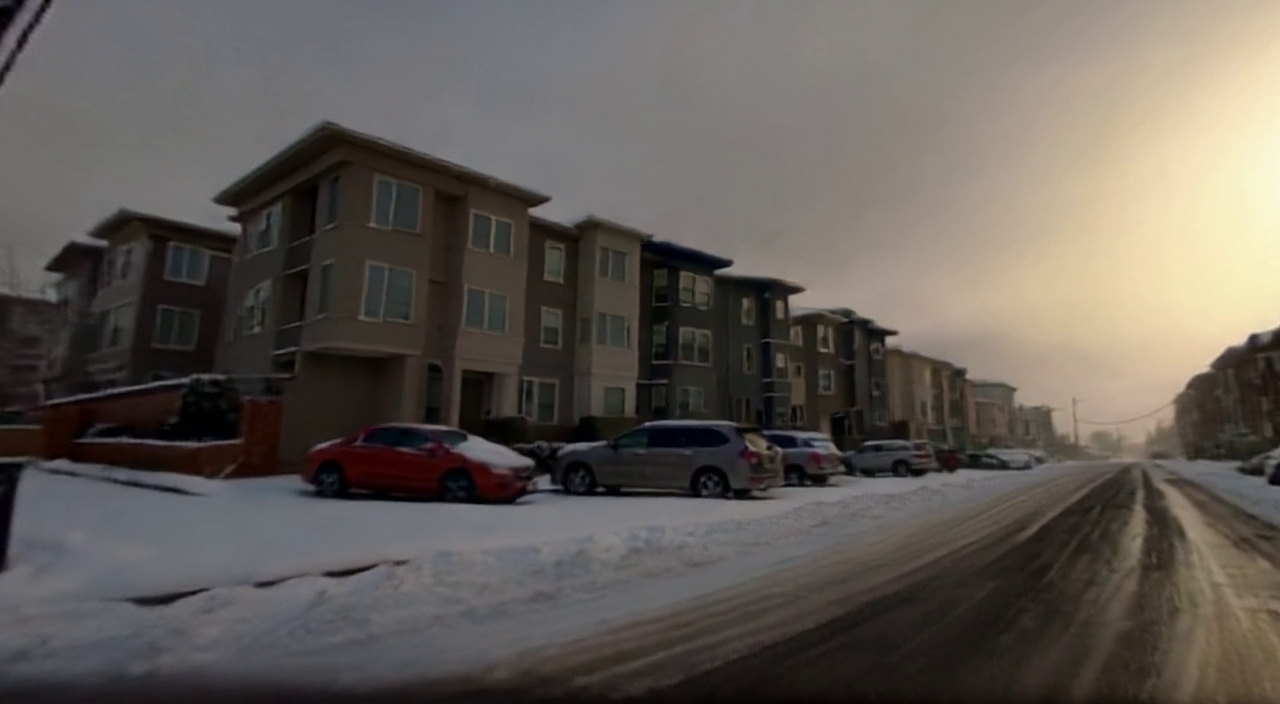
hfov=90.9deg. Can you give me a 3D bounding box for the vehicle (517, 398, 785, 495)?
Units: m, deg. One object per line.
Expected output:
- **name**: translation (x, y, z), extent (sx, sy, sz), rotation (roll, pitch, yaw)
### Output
- **vehicle**: translation (0.238, 2.095, 14.175), extent (5.514, 1.976, 2.153), rotation (0, -8, 2)

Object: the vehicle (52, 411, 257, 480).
- **vehicle**: translation (-15.656, 3.000, 20.380), extent (5.778, 1.875, 2.152), rotation (0, -10, 19)

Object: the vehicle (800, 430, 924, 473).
- **vehicle**: translation (9.124, 4.109, 26.224), extent (4.450, 1.707, 1.902), rotation (0, -8, 1)

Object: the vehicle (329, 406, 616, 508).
- **vehicle**: translation (-2.871, 1.882, 11.538), extent (4.648, 1.659, 1.897), rotation (-1, -8, 5)
